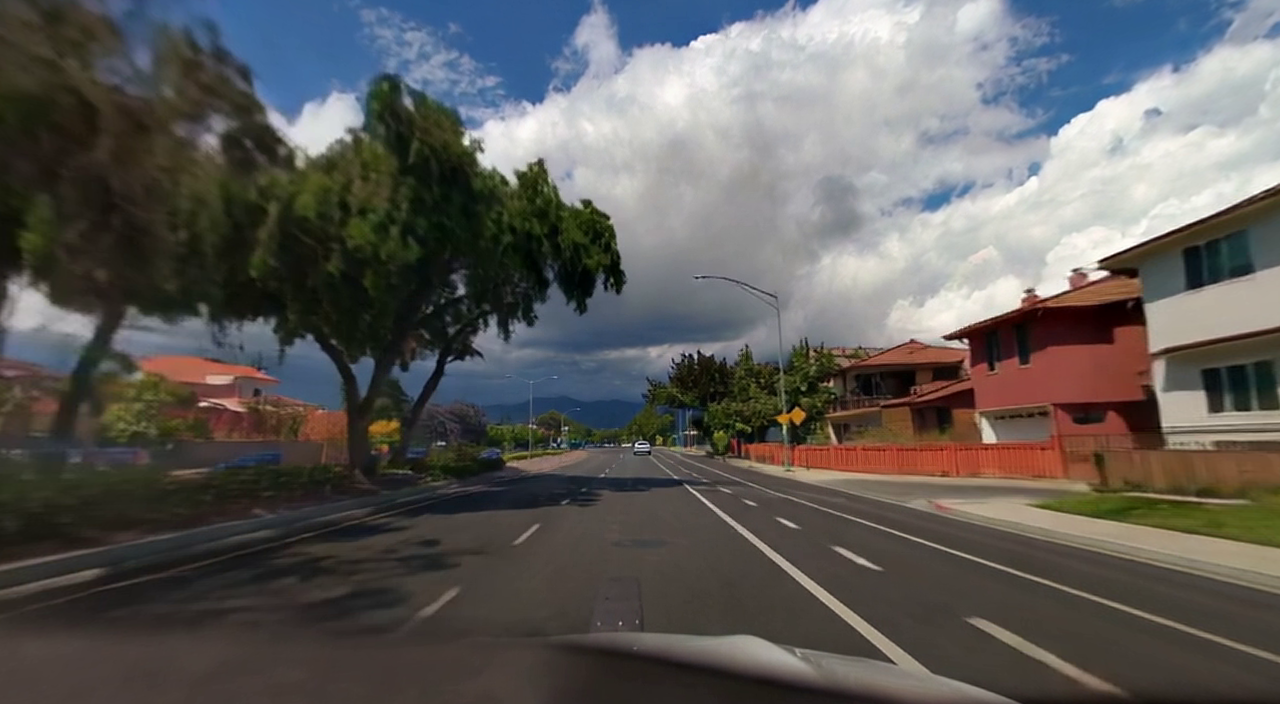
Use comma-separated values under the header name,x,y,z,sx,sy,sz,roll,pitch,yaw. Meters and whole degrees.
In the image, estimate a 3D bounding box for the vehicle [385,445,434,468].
name,x,y,z,sx,sy,sz,roll,pitch,yaw
vehicle,-16.241,7.389,44.779,1.773,1.505,4.280,0,-9,1

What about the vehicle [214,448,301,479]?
name,x,y,z,sx,sy,sz,roll,pitch,yaw
vehicle,-20.285,5.908,33.760,1.834,1.464,4.490,0,-8,0
